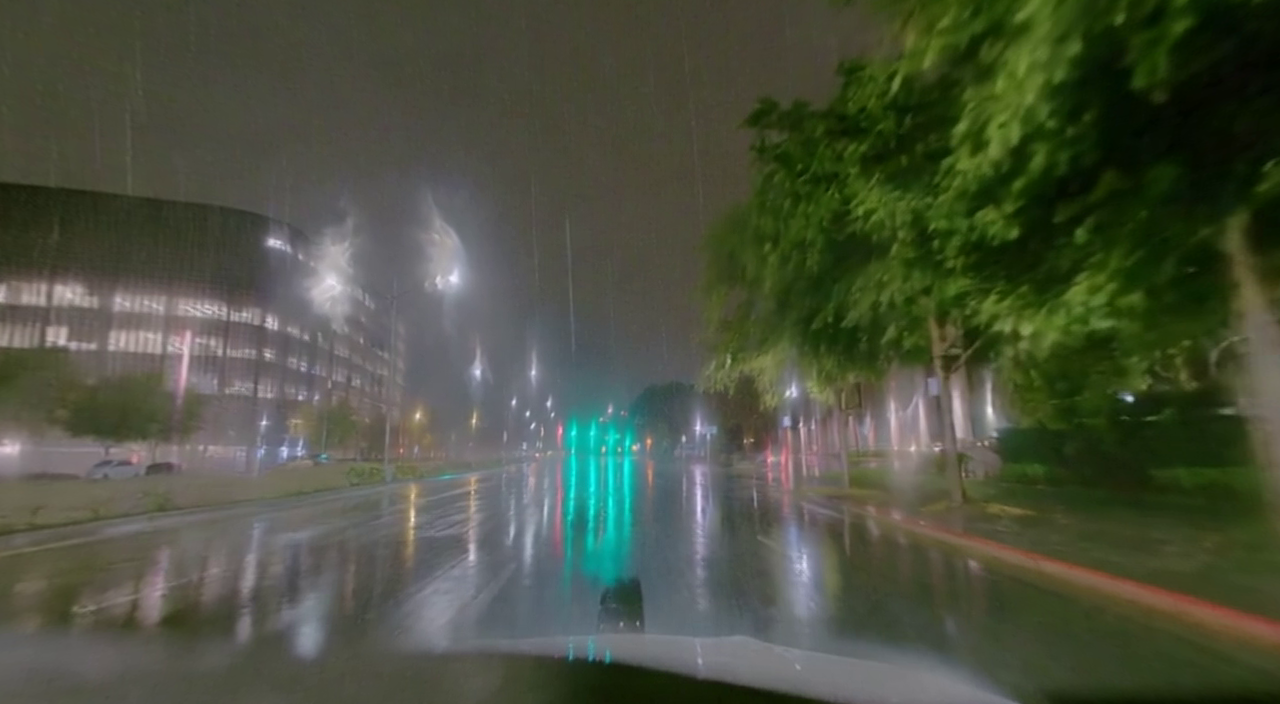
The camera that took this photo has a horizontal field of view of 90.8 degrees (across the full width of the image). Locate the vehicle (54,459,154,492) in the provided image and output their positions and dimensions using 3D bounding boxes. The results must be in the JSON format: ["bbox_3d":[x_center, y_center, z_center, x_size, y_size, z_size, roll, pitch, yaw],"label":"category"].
[{"bbox_3d":[-33.169,7.600,39.310,2.031,1.789,5.081,0,-8,-5],"label":"vehicle"}]

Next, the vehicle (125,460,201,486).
[{"bbox_3d":[-33.681,8.534,44.773,2.034,1.618,4.667,1,-8,-6],"label":"vehicle"}]
